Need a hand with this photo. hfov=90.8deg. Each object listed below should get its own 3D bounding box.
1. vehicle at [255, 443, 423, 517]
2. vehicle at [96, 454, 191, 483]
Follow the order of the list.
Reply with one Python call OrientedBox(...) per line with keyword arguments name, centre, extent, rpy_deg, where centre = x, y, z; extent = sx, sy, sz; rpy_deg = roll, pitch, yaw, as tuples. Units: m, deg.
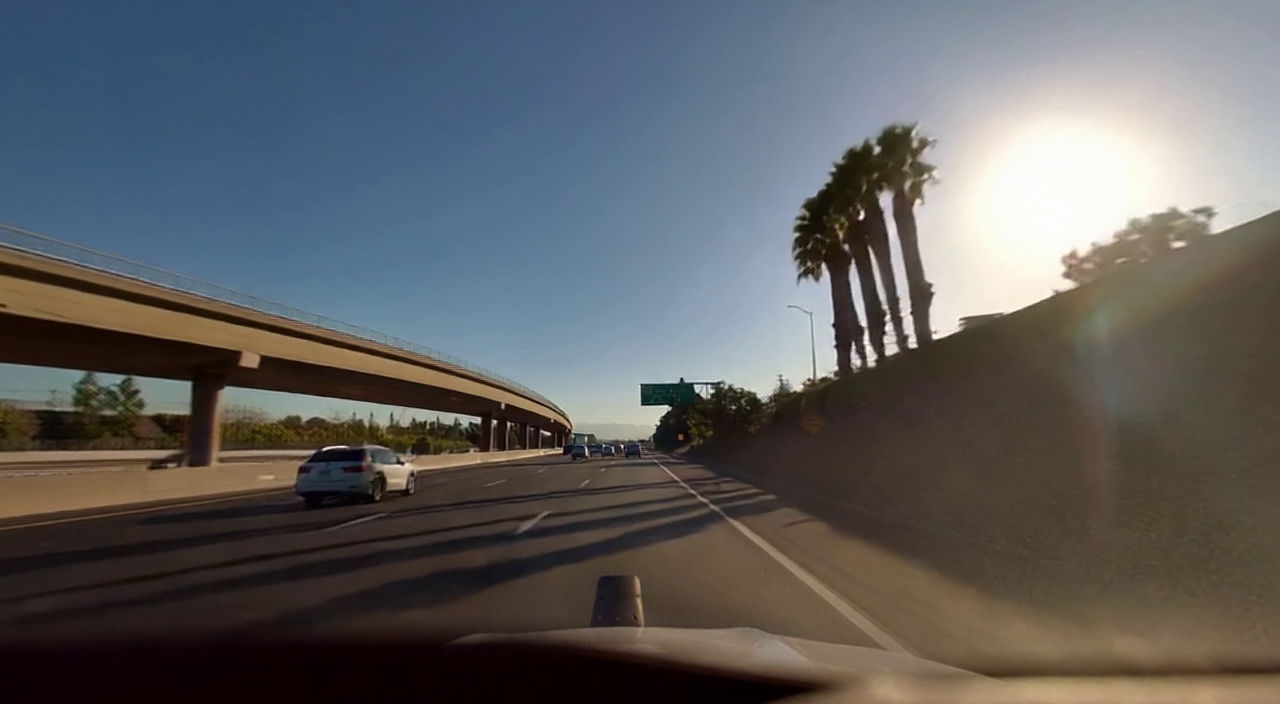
OrientedBox(name="vehicle", centre=(-6.908, 2.945, 15.116), extent=(1.914, 1.503, 4.268), rpy_deg=(0, -9, 0))
OrientedBox(name="vehicle", centre=(-28.847, 6.736, 36.893), extent=(1.897, 1.522, 4.549), rpy_deg=(0, -9, -1))
